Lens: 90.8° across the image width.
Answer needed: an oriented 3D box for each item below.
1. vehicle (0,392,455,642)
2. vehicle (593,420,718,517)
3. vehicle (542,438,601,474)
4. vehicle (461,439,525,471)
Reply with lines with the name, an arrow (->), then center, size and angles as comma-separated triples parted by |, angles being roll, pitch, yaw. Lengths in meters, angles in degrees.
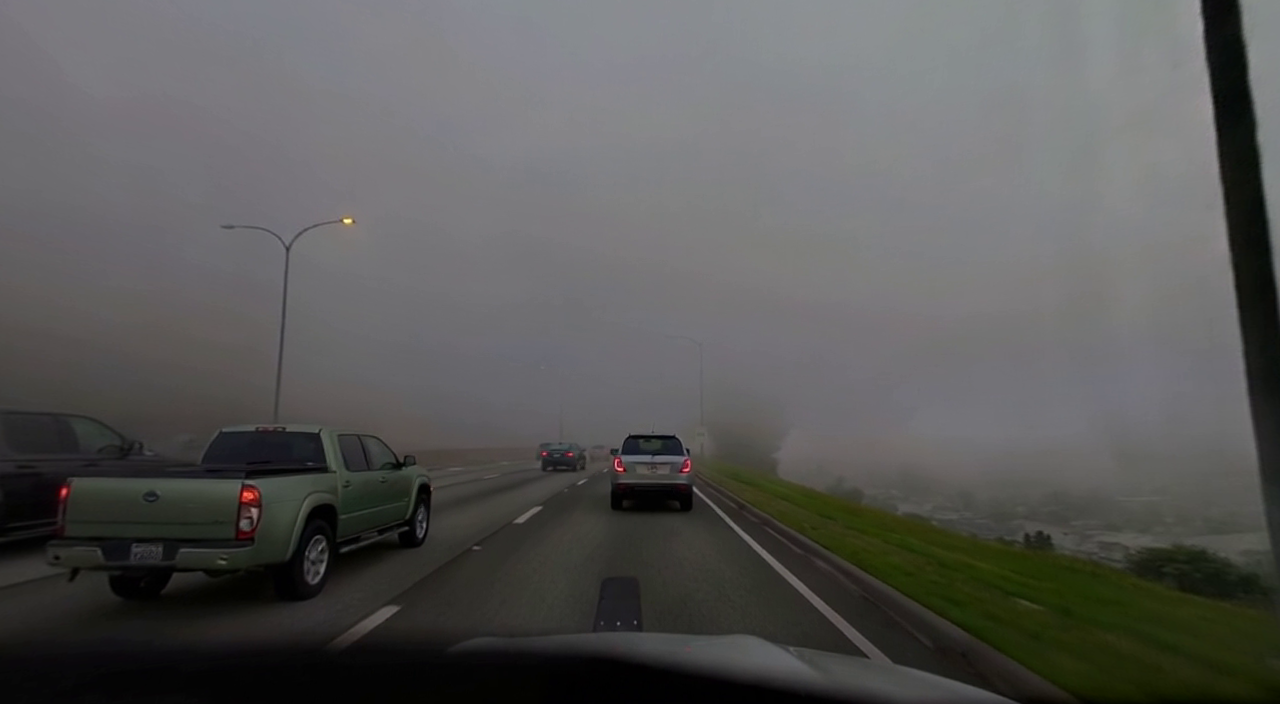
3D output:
vehicle -> -3.731, 1.450, 6.568 | 2.076, 1.688, 4.334 | -1, -9, 3
vehicle -> 0.313, 2.430, 13.620 | 2.235, 1.716, 4.435 | 0, -9, 1
vehicle -> -2.905, 4.528, 27.715 | 1.868, 1.470, 4.105 | -1, -9, 4
vehicle -> -7.104, 5.009, 30.956 | 1.856, 1.459, 4.251 | -1, -9, 4
